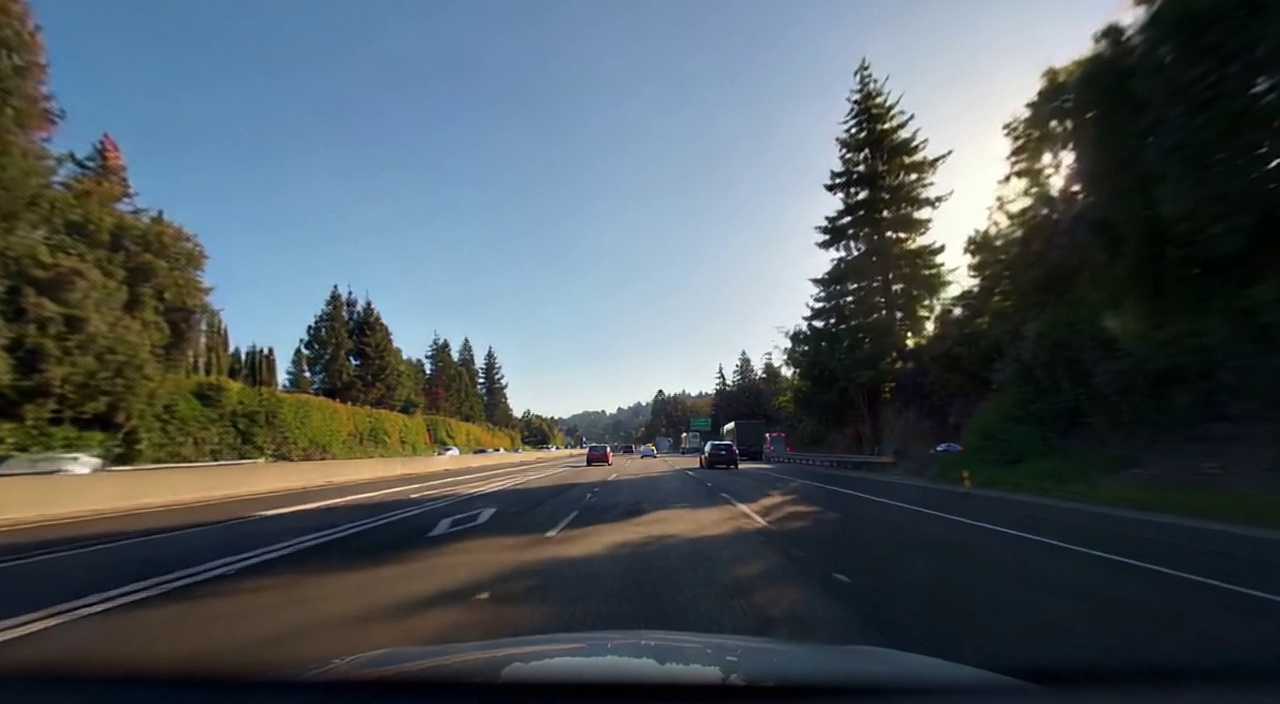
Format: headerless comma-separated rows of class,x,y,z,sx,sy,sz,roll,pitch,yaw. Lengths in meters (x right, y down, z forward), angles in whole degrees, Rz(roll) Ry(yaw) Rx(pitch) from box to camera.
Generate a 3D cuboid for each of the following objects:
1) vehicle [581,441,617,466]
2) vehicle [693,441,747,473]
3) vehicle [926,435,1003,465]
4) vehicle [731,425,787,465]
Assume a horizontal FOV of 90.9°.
vehicle,-2.682,6.730,42.059,2.060,1.587,4.093,0,-9,1
vehicle,3.966,5.300,32.137,2.080,1.493,4.674,0,-8,-1
vehicle,23.297,7.039,45.554,2.221,1.995,5.803,0,-9,-3
vehicle,8.170,6.496,43.938,2.729,2.628,4.875,0,-9,-2
